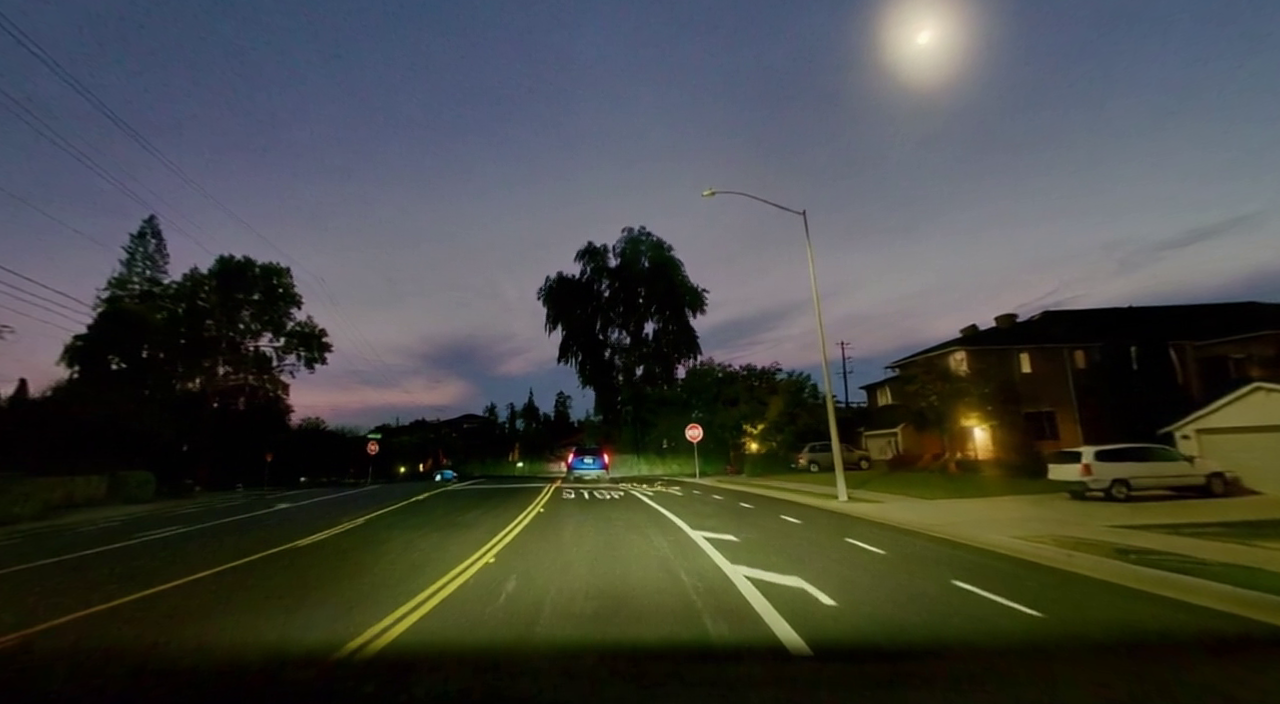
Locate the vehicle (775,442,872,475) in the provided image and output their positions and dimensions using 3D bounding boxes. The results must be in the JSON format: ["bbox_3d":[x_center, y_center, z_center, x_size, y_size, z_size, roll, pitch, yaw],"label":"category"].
[{"bbox_3d":[9.791,5.675,33.777,4.582,1.707,1.934,1,-9,-10],"label":"vehicle"}]

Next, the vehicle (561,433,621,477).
[{"bbox_3d":[-2.470,4.902,30.520,2.284,1.741,4.702,4,-7,-10],"label":"vehicle"}]

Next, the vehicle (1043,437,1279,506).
[{"bbox_3d":[12.429,2.798,15.007,4.383,1.508,1.884,0,-8,-3],"label":"vehicle"}]
